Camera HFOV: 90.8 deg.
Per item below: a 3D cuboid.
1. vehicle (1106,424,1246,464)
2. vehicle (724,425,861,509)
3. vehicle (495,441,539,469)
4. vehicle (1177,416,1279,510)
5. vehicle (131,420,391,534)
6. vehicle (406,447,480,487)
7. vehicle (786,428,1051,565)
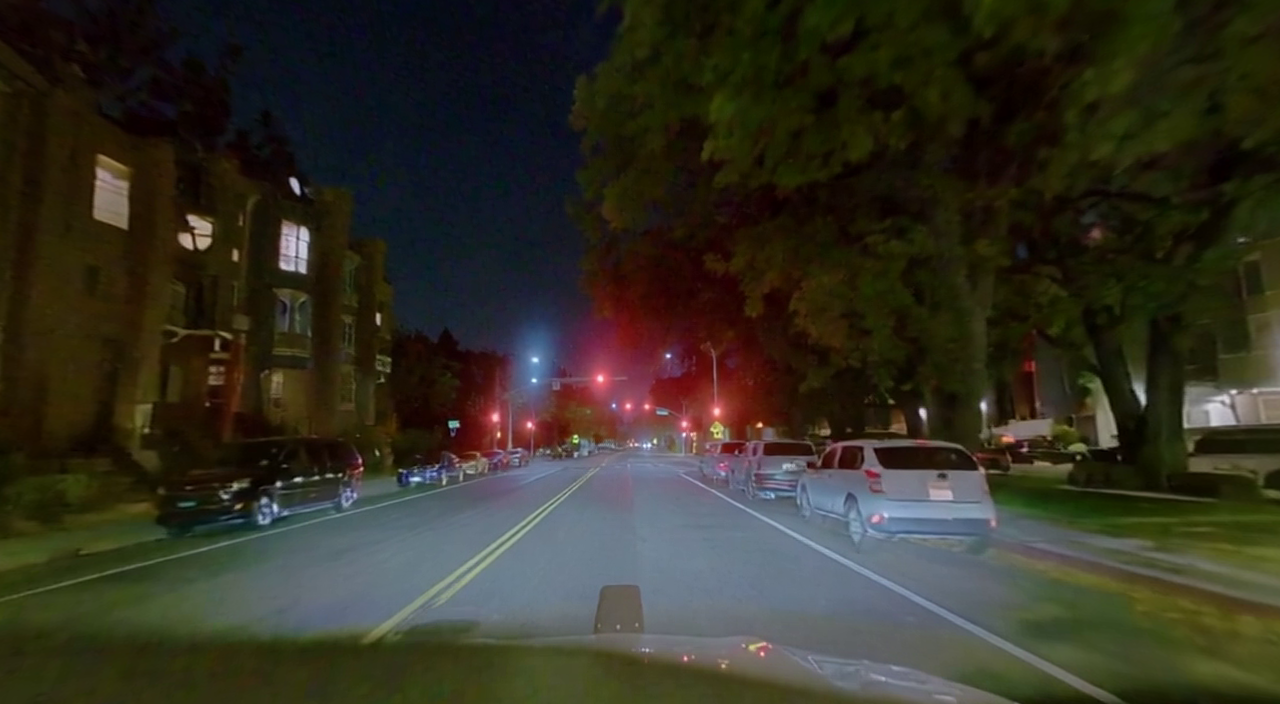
[{"bbox_3d":[24.932,4.306,29.530,4.599,1.759,2.060,0,-9,0],"label":"vehicle"},{"bbox_3d":[3.475,2.725,15.391,2.077,1.715,4.505,0,-9,-2],"label":"vehicle"},{"bbox_3d":[-8.287,6.990,43.004,2.007,1.773,4.759,0,-9,0],"label":"vehicle"},{"bbox_3d":[12.681,1.879,11.420,4.326,1.524,1.715,-3,-8,-2],"label":"vehicle"},{"bbox_3d":[-7.858,2.635,14.093,2.420,2.004,5.615,0,-9,-2],"label":"vehicle"},{"bbox_3d":[-8.151,4.760,26.556,1.860,1.476,4.594,0,-9,-3],"label":"vehicle"},{"bbox_3d":[3.628,1.941,9.258,1.809,1.513,4.264,0,-9,-2],"label":"vehicle"}]
